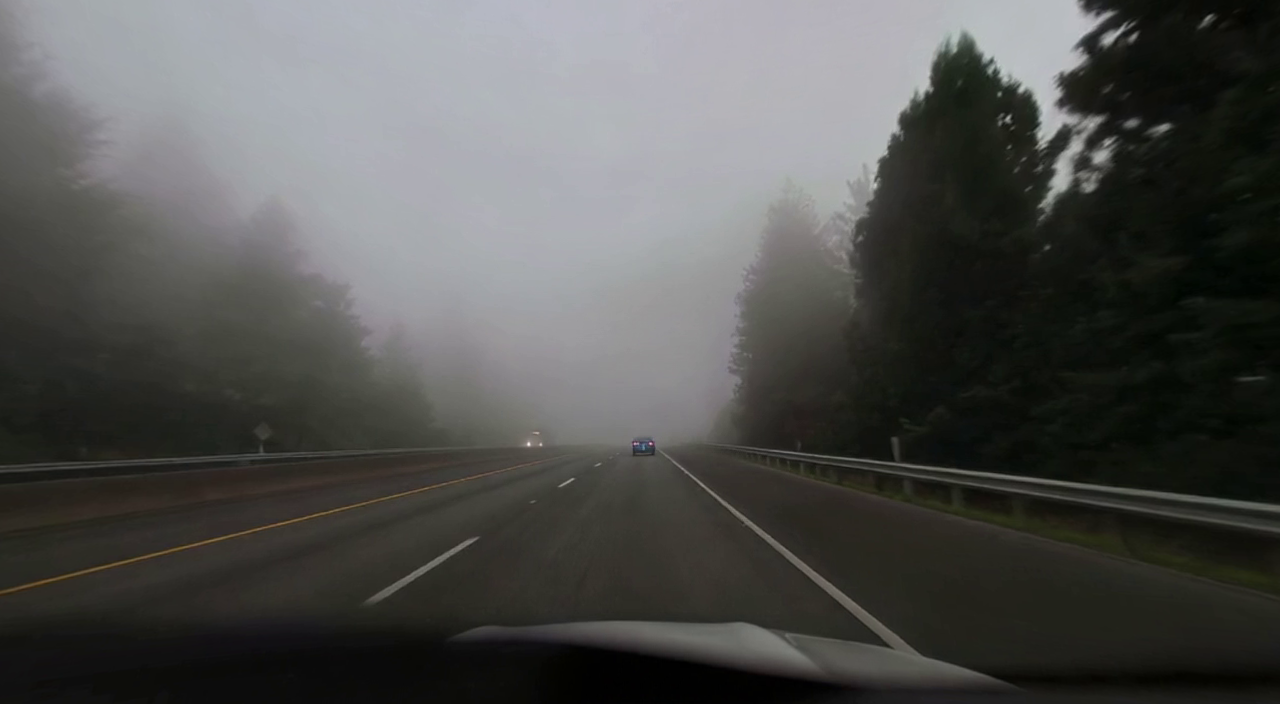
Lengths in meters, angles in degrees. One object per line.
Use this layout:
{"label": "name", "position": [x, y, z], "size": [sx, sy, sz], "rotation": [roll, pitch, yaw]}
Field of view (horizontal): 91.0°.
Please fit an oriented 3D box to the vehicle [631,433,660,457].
{"label": "vehicle", "position": [0.414, 6.877, 46.710], "size": [2.058, 1.649, 3.942], "rotation": [0, -8, 0]}
